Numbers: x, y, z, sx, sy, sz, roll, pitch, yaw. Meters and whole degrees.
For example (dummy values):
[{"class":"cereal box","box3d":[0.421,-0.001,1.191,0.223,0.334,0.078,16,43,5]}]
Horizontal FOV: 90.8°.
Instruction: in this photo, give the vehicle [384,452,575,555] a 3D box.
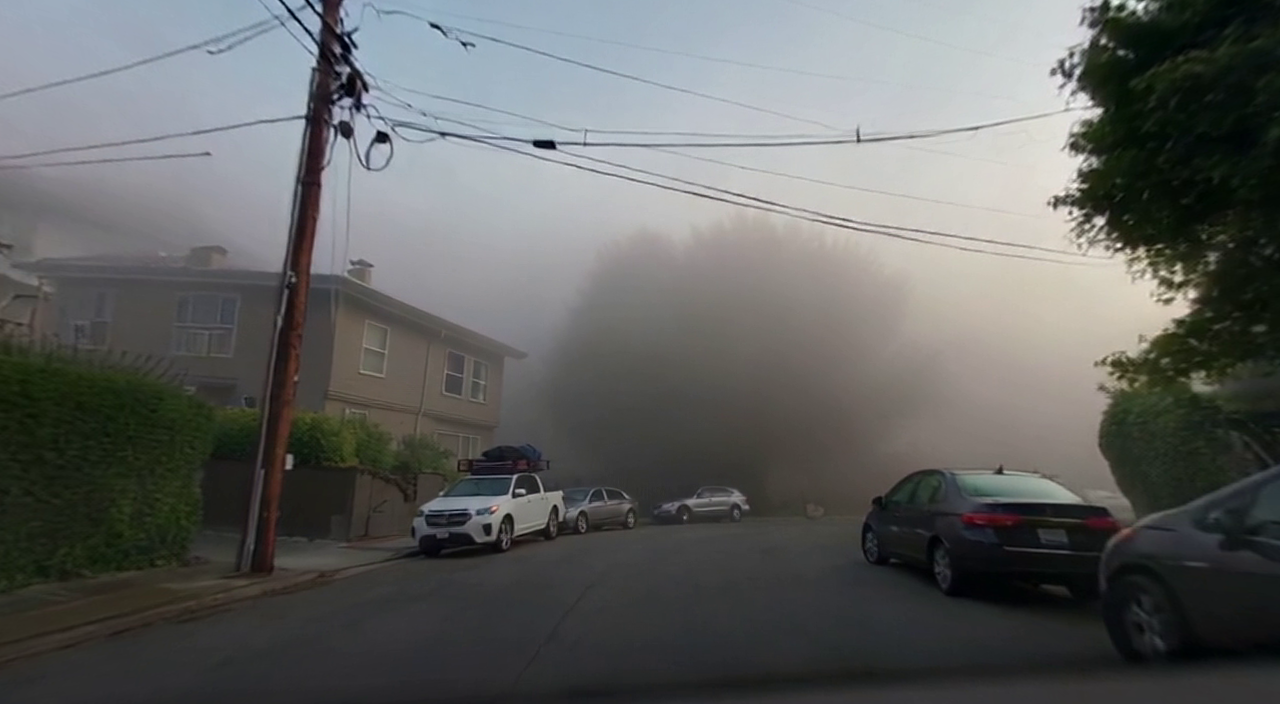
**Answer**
[{"class":"vehicle","box3d":[-3.165,3.211,13.835,2.247,1.702,5.043,-5,-12,8]}]

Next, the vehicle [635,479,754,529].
[{"class":"vehicle","box3d":[2.144,5.790,24.418,4.217,1.547,2.082,6,-10,-35]}]

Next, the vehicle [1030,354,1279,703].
[{"class":"vehicle","box3d":[3.930,0.908,2.449,1.899,1.877,4.668,1,-7,1]}]
